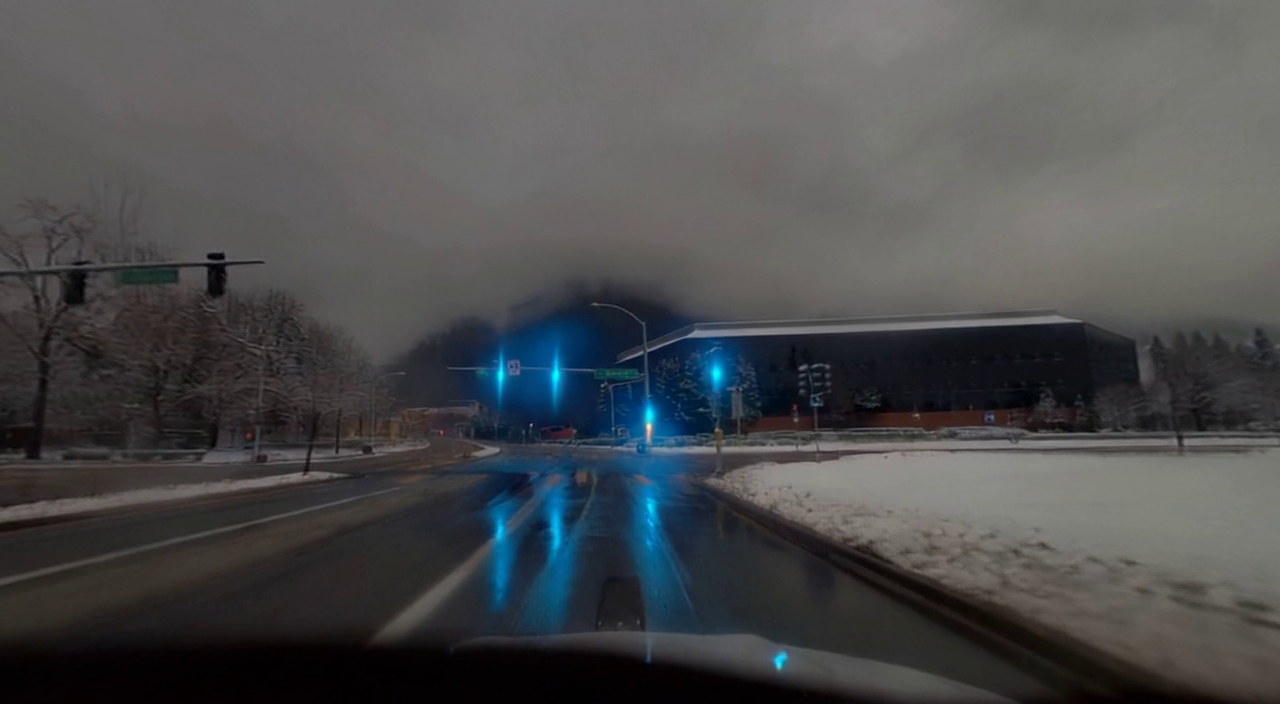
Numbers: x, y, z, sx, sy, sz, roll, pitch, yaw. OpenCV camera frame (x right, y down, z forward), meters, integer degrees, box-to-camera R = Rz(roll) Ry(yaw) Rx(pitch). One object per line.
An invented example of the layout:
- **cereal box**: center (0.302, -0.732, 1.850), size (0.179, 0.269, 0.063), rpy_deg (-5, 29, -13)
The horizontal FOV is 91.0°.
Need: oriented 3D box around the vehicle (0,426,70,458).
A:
- **vehicle**: center (-41.838, 6.061, 42.257), size (2.119, 2.013, 5.475), rpy_deg (1, -9, -3)
